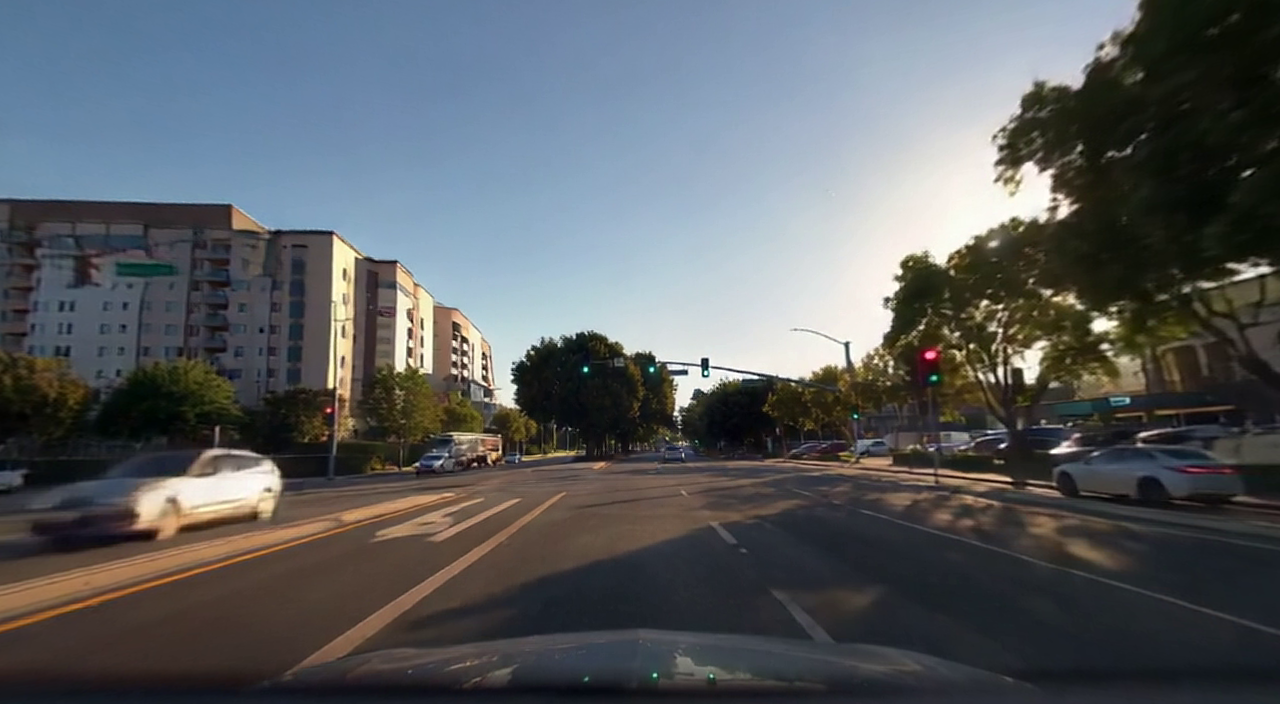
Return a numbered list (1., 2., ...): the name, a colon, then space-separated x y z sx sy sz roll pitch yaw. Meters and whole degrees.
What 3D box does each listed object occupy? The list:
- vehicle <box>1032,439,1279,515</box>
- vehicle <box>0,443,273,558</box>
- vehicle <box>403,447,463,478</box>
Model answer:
1. vehicle: 11.661 2.792 14.699 1.955 1.455 4.727 0 -9 -1
2. vehicle: -9.120 2.570 11.723 2.010 1.682 4.346 0 -9 -1
3. vehicle: -12.424 6.637 38.212 2.030 1.702 4.488 -1 -9 0
